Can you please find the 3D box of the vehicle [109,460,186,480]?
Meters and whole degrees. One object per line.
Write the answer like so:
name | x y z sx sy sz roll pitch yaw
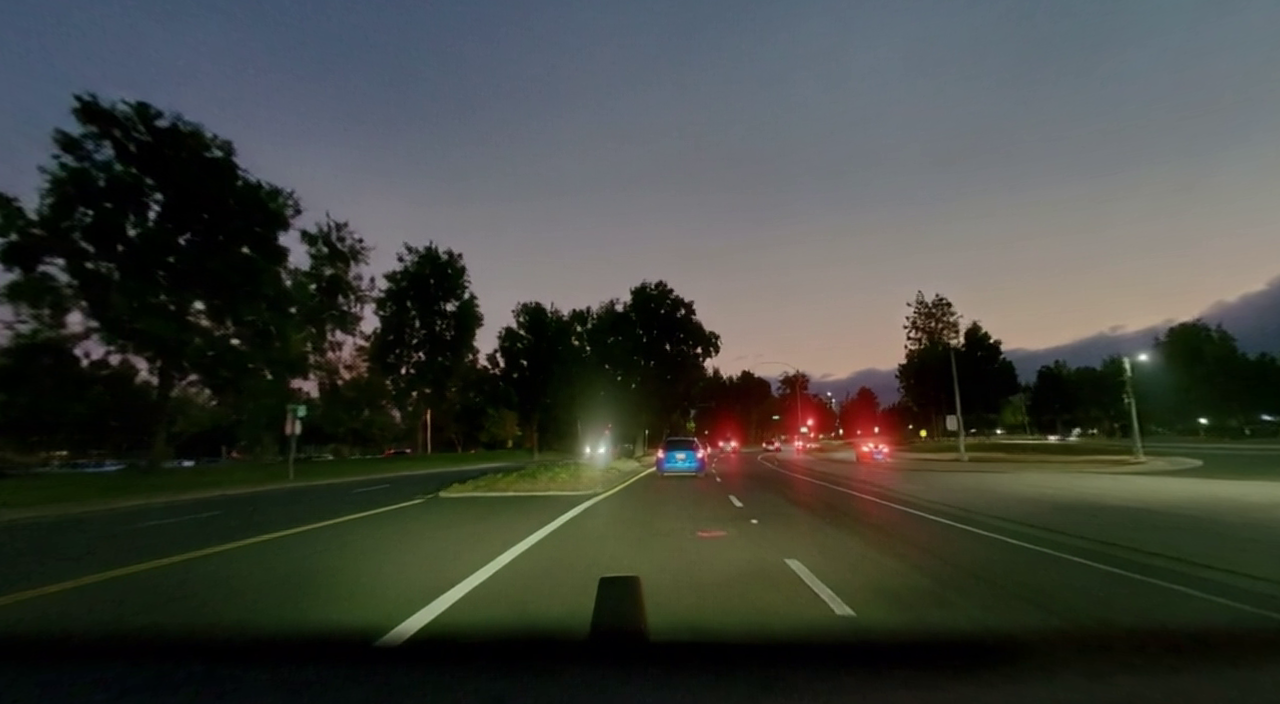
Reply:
vehicle | -37.182 8.896 47.671 4.365 1.430 1.898 -1 -8 5

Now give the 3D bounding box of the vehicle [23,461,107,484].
vehicle | -38.725 8.126 42.475 4.261 1.430 1.806 -2 -9 9

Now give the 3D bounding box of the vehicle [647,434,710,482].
vehicle | 1.380 3.705 22.277 2.010 1.535 3.735 -1 -8 4
